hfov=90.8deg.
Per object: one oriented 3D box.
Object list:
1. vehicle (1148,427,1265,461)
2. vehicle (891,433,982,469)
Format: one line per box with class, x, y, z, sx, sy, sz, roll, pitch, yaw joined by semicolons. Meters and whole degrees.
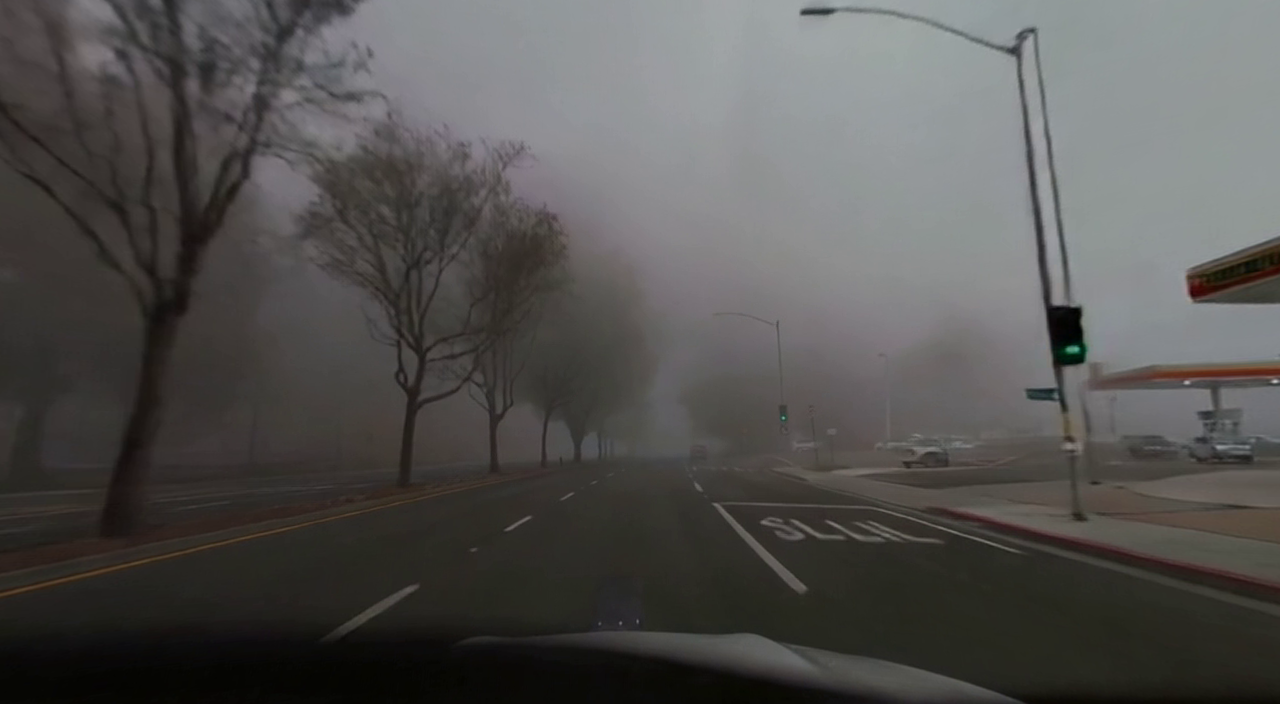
vehicle;31.586;5.152;35.455;2.045;1.778;4.517;1;-9;-6
vehicle;14.091;4.756;29.900;4.744;1.475;2.008;9;-16;-41
